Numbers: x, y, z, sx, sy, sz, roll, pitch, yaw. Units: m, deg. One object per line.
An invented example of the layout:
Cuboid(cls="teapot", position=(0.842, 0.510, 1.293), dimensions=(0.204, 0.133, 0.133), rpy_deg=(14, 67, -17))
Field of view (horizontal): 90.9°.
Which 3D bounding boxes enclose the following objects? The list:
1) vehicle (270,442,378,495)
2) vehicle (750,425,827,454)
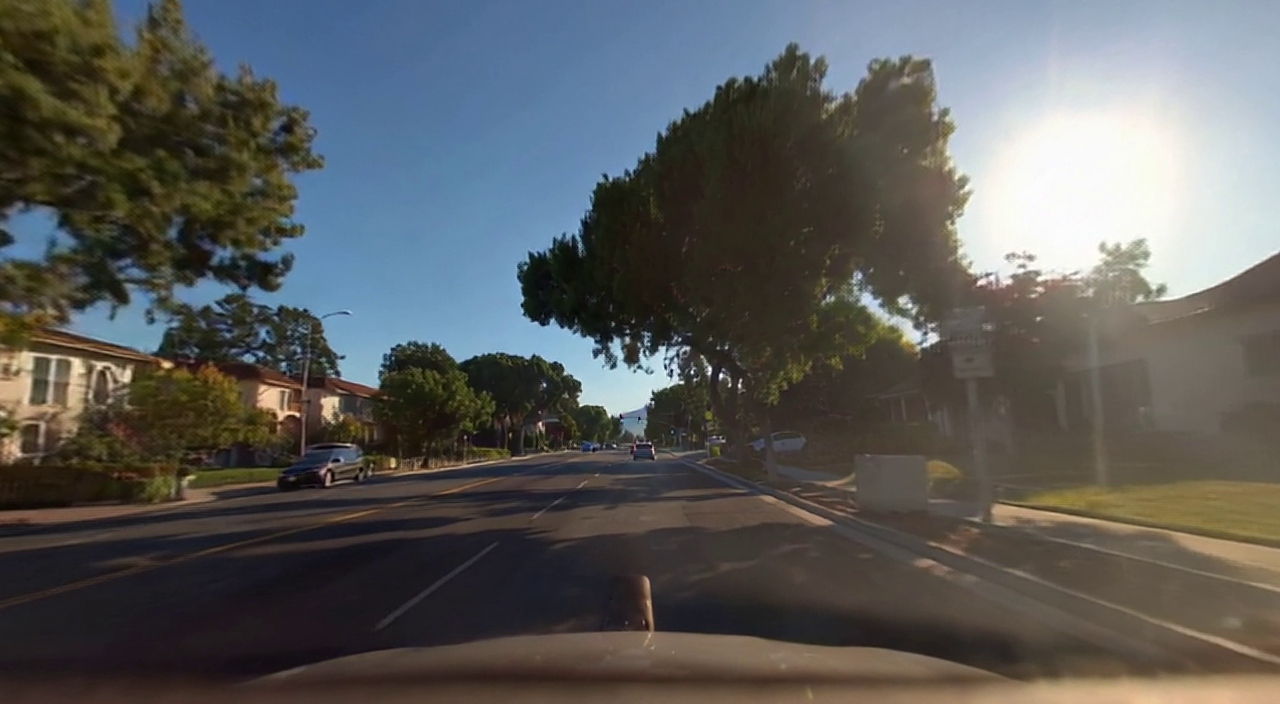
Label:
Cuboid(cls="vehicle", position=(-14.195, 5.204, 28.737), dimensions=(2.337, 1.850, 5.448), rpy_deg=(-4, -7, -2))
Cuboid(cls="vehicle", position=(10.324, 6.155, 44.111), dimensions=(4.746, 1.485, 1.916), rpy_deg=(-6, -8, -1))
